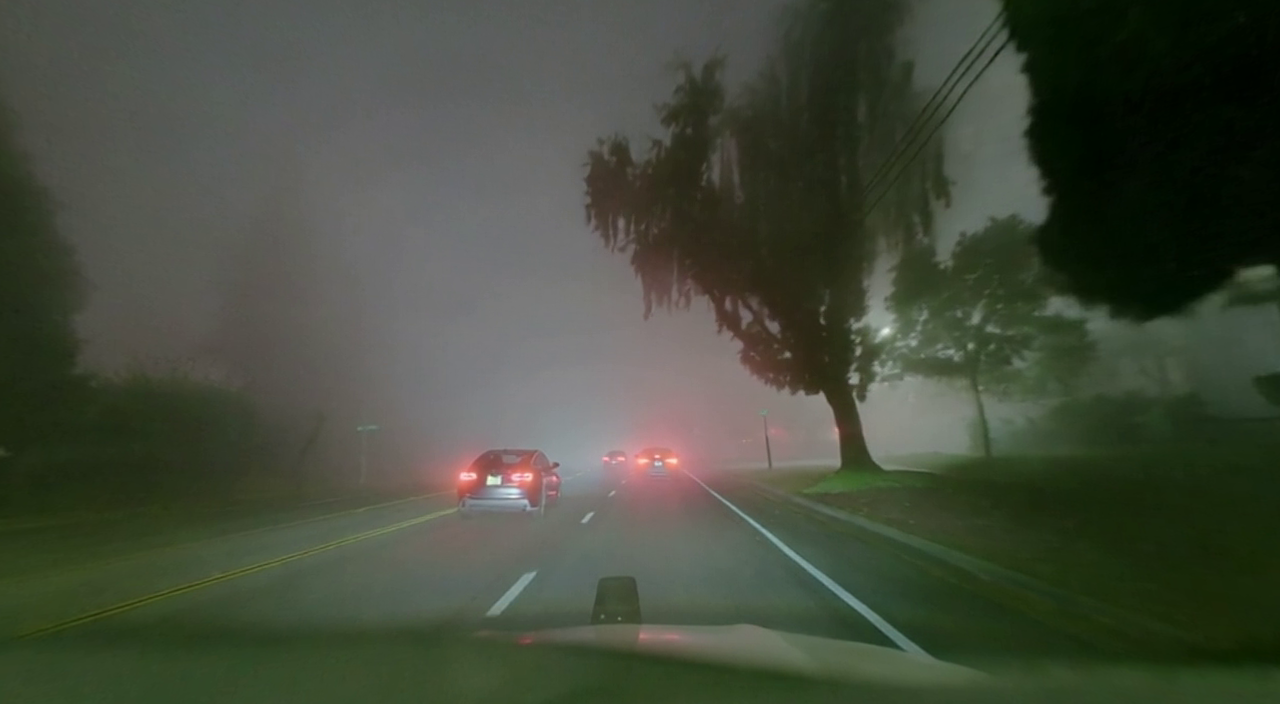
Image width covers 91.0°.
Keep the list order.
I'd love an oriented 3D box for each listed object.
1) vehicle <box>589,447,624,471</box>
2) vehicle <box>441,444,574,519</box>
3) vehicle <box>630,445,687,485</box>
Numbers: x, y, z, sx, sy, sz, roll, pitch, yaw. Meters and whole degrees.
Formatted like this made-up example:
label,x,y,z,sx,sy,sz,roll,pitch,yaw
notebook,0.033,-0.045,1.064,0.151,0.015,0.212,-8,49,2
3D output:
label,x,y,z,sx,sy,sz,roll,pitch,yaw
vehicle,-2.240,7.320,43.267,2.114,1.500,3.912,-1,-9,2
vehicle,-2.863,2.909,14.739,2.030,1.467,4.403,-1,-9,2
vehicle,0.708,4.491,25.272,2.065,1.456,4.099,0,-9,1
